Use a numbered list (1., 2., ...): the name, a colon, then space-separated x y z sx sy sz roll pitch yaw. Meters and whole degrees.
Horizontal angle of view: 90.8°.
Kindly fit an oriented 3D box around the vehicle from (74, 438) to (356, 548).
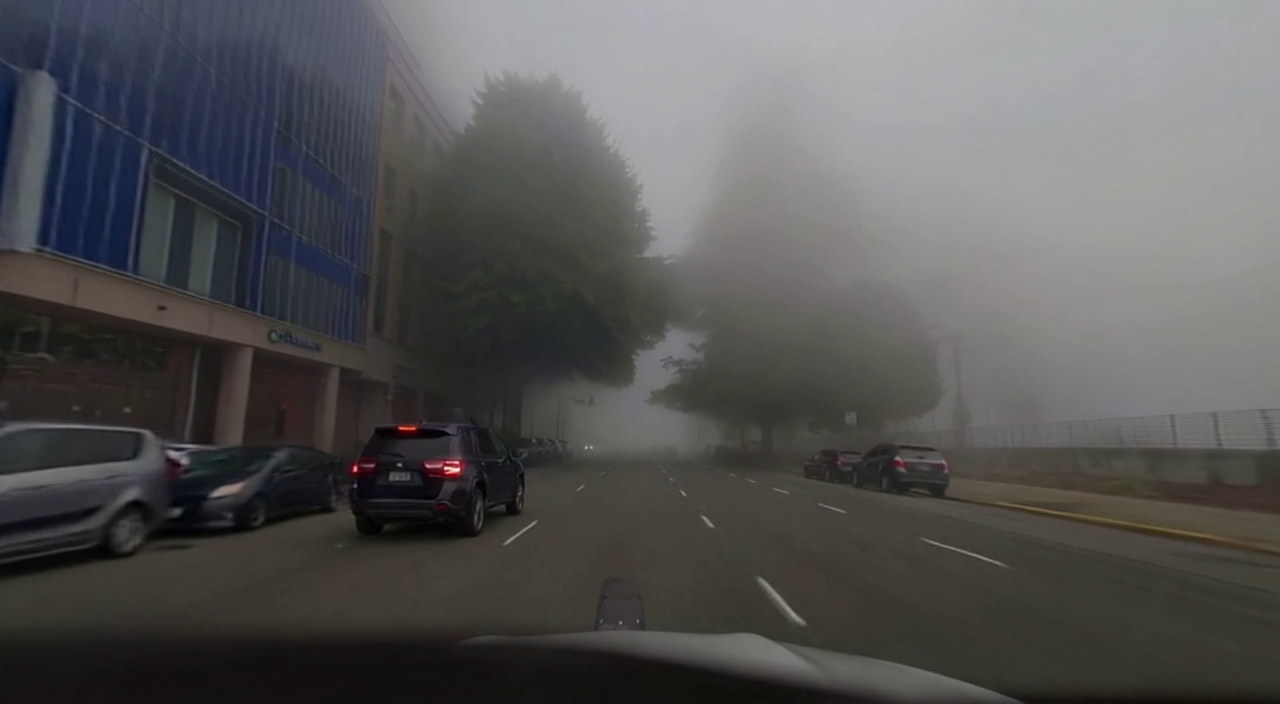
1. vehicle: -6.911 2.276 11.026 1.832 1.488 4.405 0 -8 0

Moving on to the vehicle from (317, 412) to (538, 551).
1. vehicle: -3.082 1.968 10.340 2.002 1.756 4.366 0 -8 1

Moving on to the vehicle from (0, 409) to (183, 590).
1. vehicle: -7.067 1.441 6.234 1.880 1.713 4.172 0 -9 1

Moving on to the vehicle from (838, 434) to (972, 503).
1. vehicle: 9.176 4.036 22.607 2.249 2.117 5.743 0 -8 0
